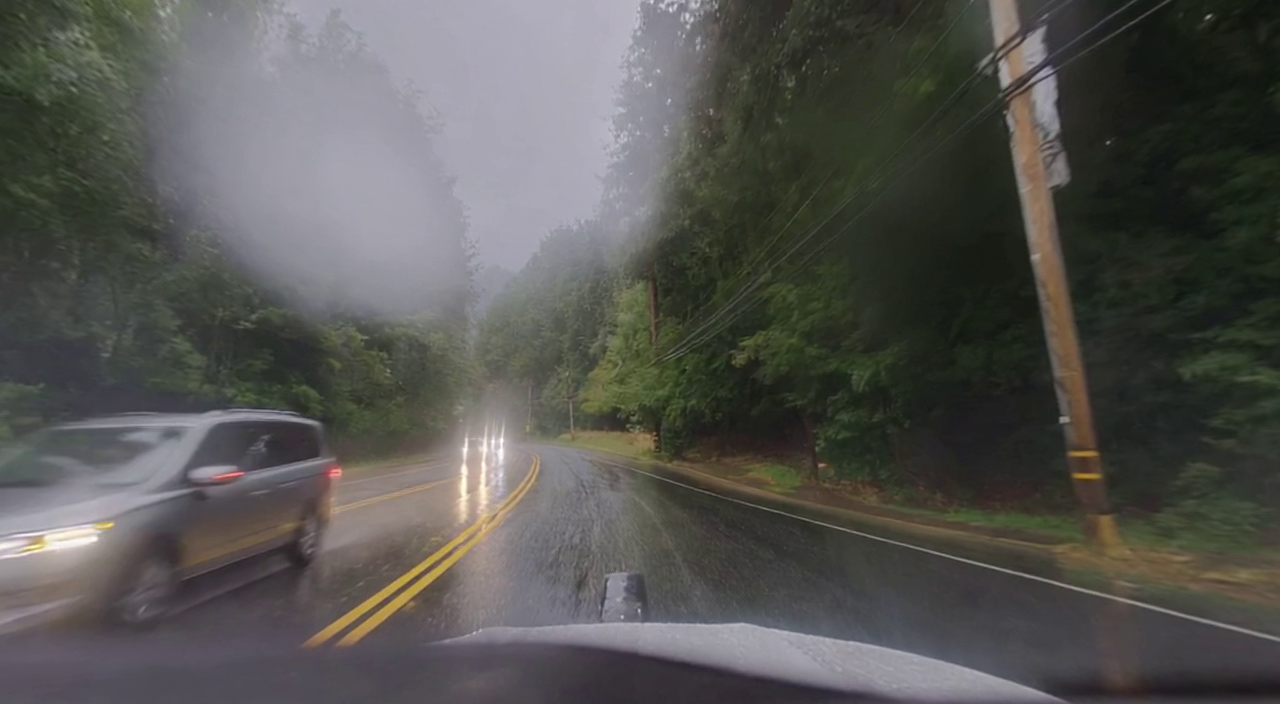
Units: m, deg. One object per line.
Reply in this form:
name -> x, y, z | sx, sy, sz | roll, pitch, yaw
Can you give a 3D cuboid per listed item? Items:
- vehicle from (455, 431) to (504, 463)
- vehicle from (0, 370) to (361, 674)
vehicle -> -10.448, 6.225, 41.541 | 2.397, 1.932, 5.703 | 1, -8, -7
vehicle -> -4.885, 1.433, 6.449 | 2.312, 1.962, 4.692 | 1, -8, -6
